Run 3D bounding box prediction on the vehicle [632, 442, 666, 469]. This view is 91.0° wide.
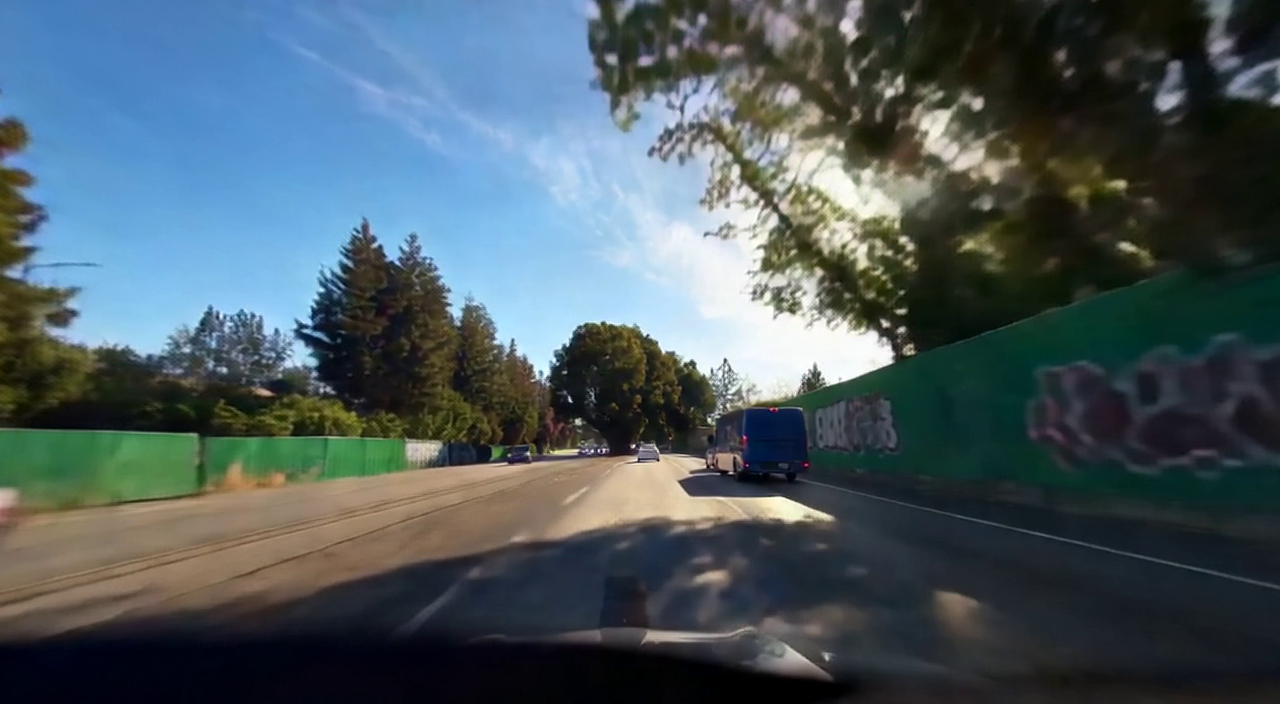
[{"bbox_3d":[0.530,6.418,39.325,2.030,1.572,4.067,0,-8,0],"label":"vehicle"}]

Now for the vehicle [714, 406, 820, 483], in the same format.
[{"bbox_3d":[4.837,3.737,25.487,2.712,2.659,6.992,0,-8,-1],"label":"vehicle"}]
